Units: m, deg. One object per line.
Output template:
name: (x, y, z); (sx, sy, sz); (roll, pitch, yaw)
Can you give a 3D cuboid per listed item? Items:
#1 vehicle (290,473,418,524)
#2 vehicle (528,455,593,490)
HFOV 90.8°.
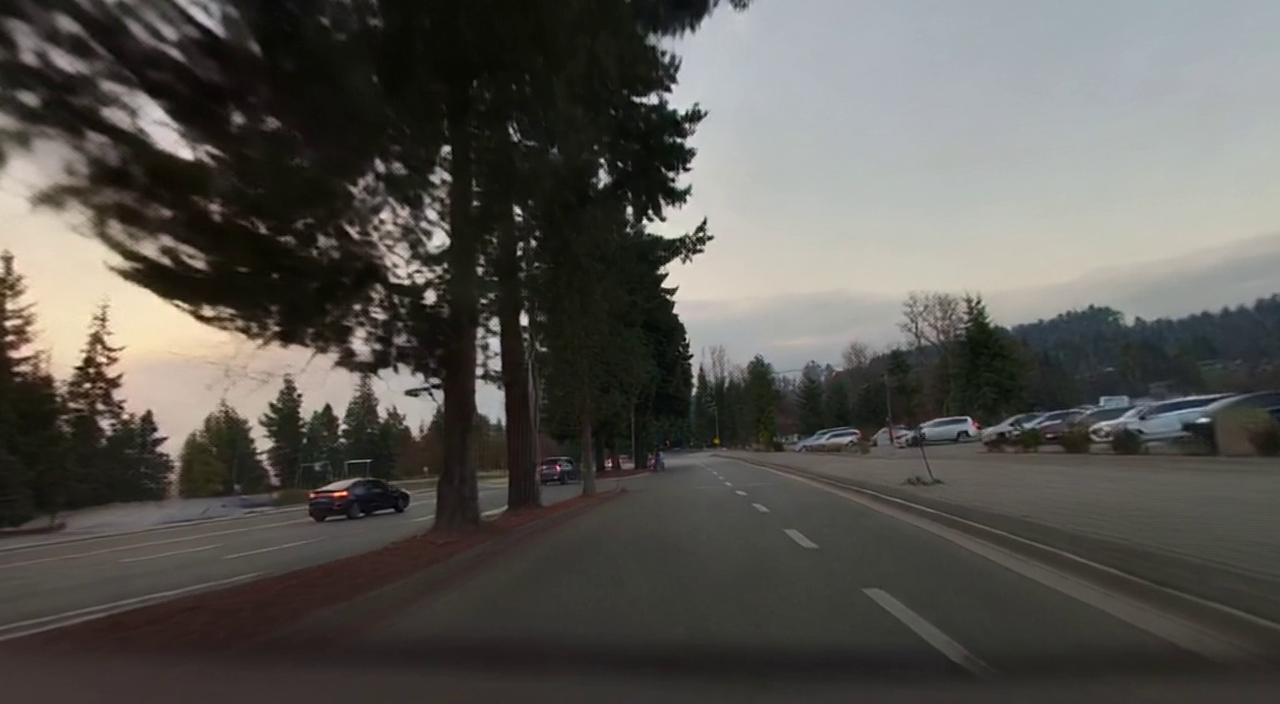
vehicle: (-10.848, 5.574, 24.433); (1.886, 1.535, 4.742); (-2, -9, 14)
vehicle: (-4.283, 6.576, 34.875); (2.049, 1.699, 4.860); (-2, -9, 12)
